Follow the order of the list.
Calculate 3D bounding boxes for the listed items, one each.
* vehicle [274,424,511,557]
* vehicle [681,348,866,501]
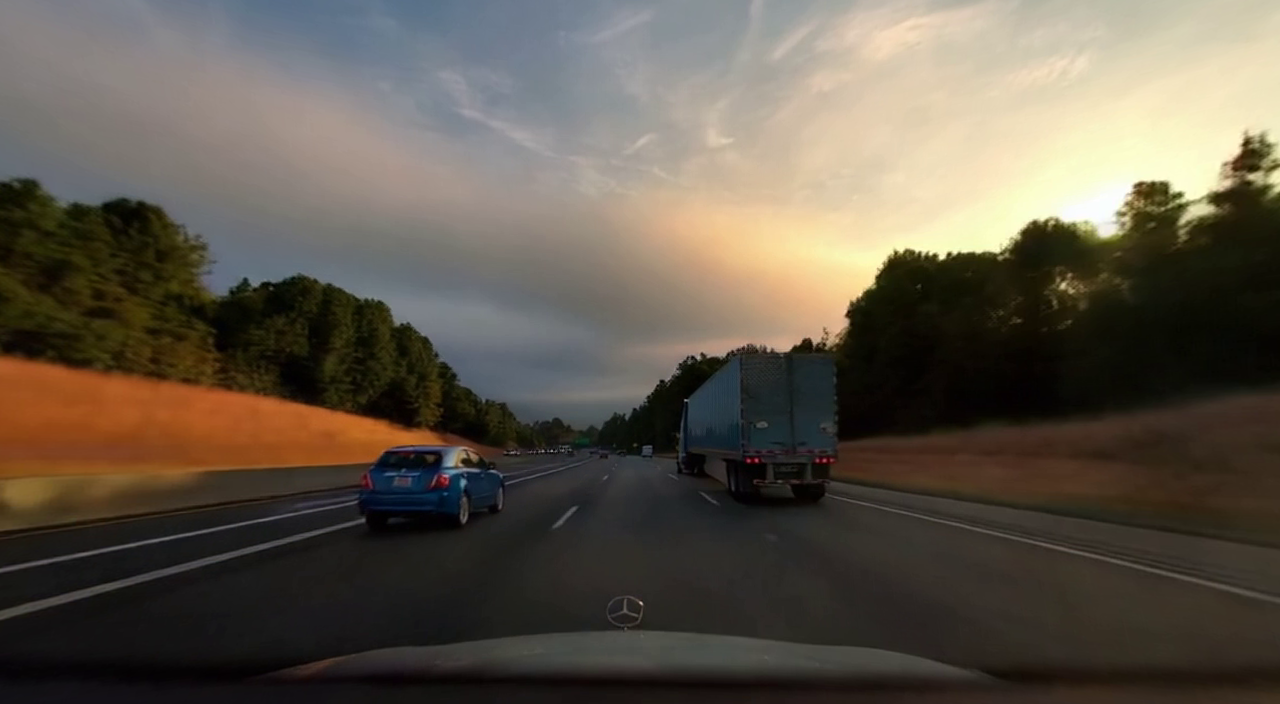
[{"bbox_3d":[-3.612,2.115,10.269,2.115,1.670,4.261,0,-9,0],"label":"vehicle"},{"bbox_3d":[4.210,3.340,26.128,3.532,4.201,17.611,0,-9,-1],"label":"vehicle"}]
